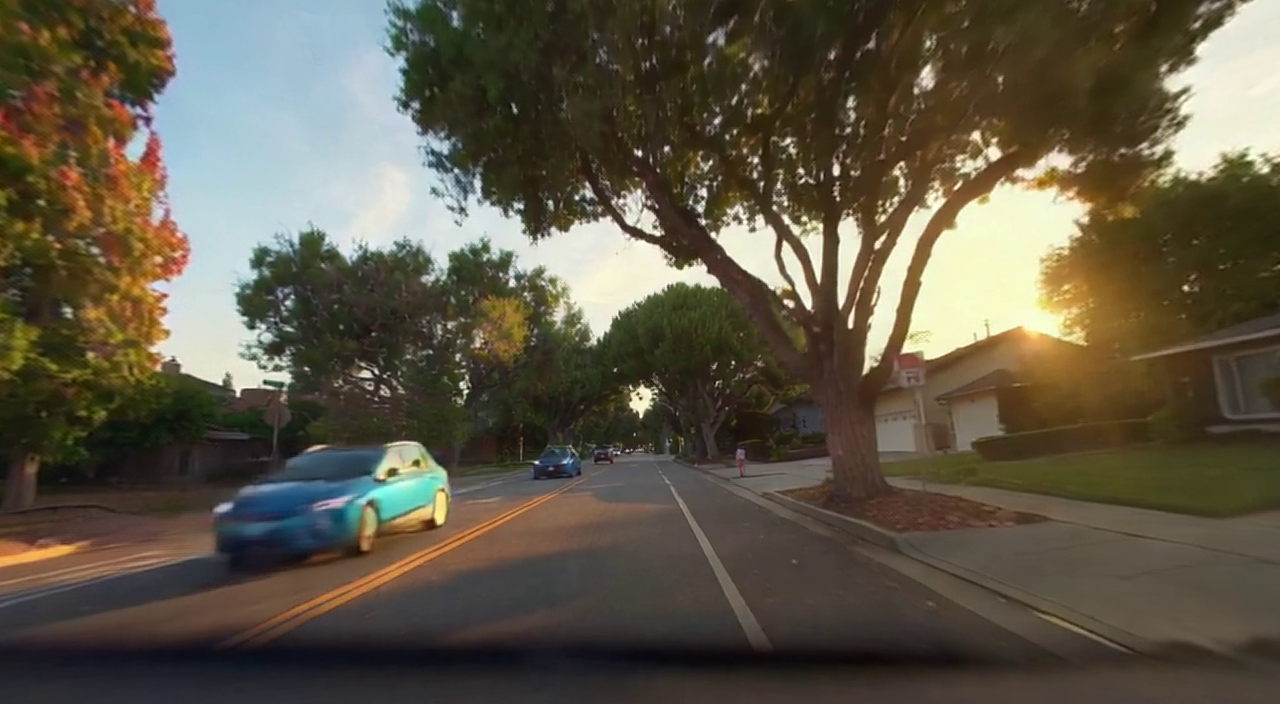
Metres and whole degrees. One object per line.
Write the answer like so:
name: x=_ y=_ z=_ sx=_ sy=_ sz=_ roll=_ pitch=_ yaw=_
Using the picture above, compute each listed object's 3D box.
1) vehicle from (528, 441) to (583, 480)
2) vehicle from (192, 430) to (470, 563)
vehicle: x=-4.159 y=5.384 z=31.744 sx=2.041 sy=1.780 sz=4.618 roll=0 pitch=-8 yaw=1
vehicle: x=-4.645 y=2.211 z=10.577 sx=2.167 sy=1.691 sz=4.755 roll=0 pitch=-8 yaw=1
